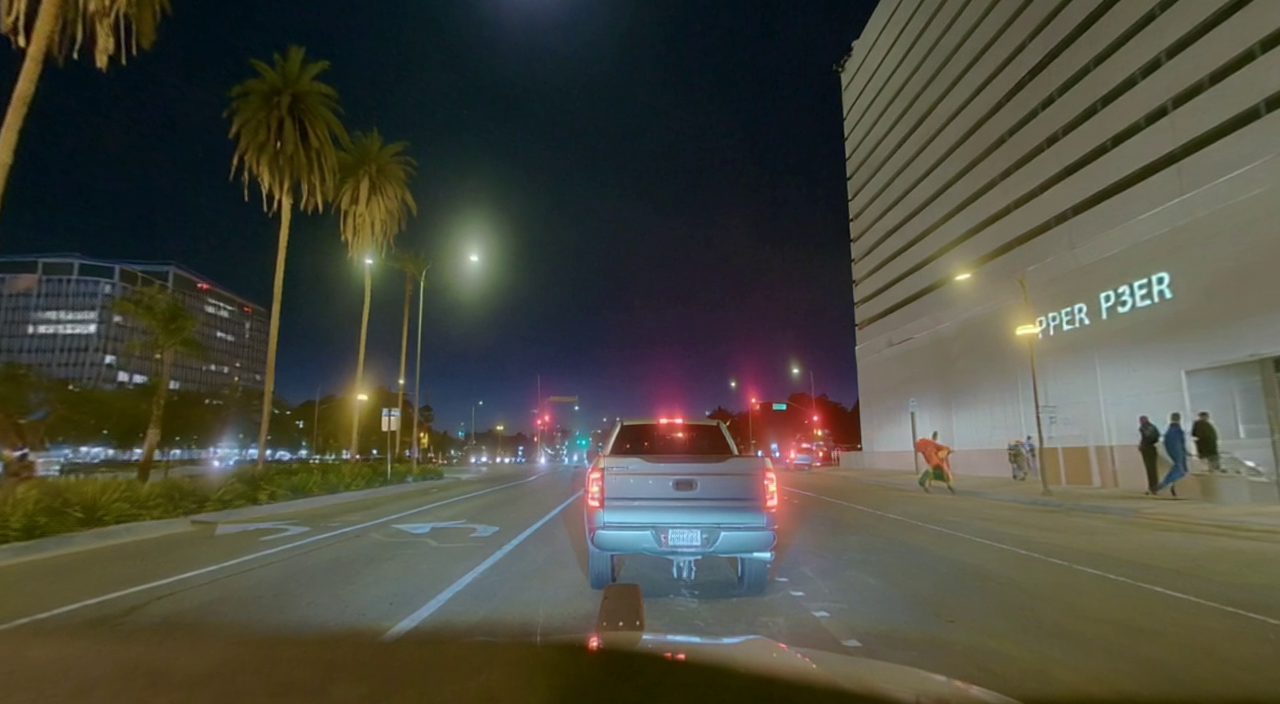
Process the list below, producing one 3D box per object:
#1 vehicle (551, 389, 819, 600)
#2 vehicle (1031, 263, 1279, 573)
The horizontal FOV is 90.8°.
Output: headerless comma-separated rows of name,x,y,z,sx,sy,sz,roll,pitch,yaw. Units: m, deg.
vehicle,0.428,1.626,8.184,2.311,1.819,5.255,0,-8,1
vehicle,7.822,0.912,8.577,2.666,3.345,3.622,-1,-8,4
